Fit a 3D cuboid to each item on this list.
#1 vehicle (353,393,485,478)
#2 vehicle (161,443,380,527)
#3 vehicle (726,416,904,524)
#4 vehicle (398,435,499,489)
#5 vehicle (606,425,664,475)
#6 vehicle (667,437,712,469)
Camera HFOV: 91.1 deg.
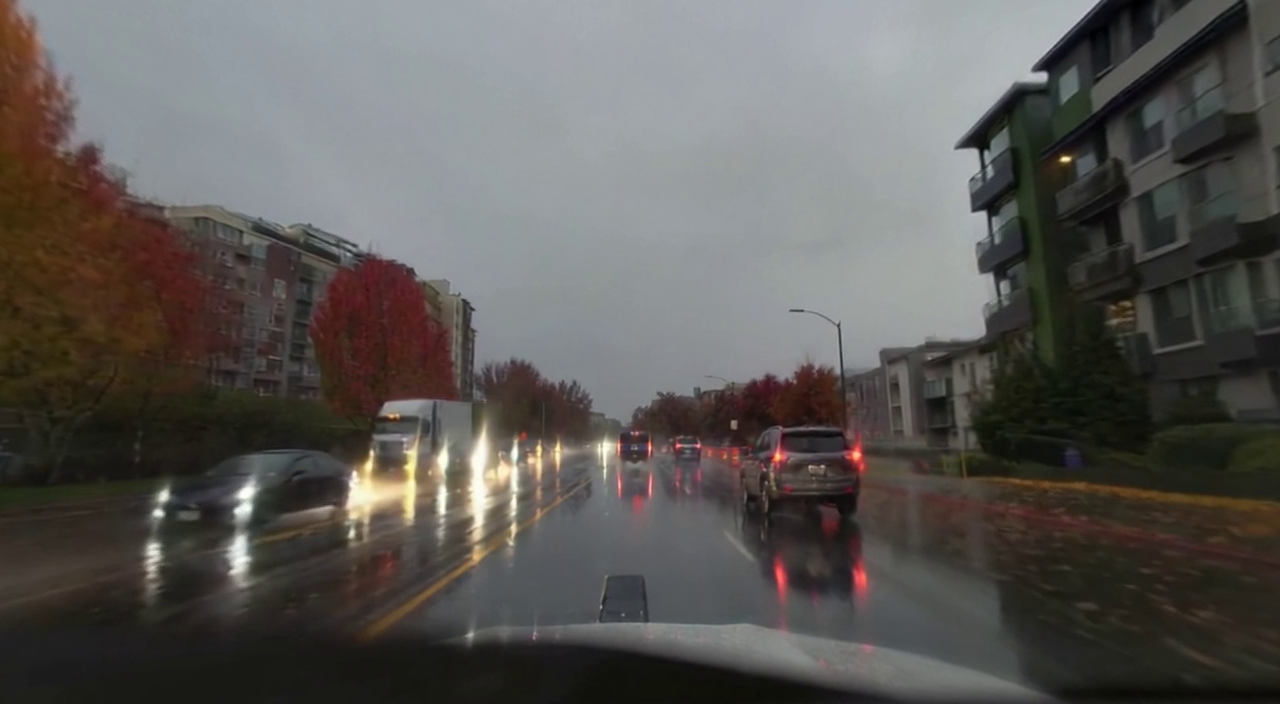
[{"bbox_3d":[-11.018,4.419,32.716,2.988,3.755,9.456,0,-9,3],"label":"vehicle"},{"bbox_3d":[-7.631,2.752,13.649,1.881,1.485,4.522,0,-9,2],"label":"vehicle"},{"bbox_3d":[3.371,2.434,13.536,2.120,1.828,5.531,0,-9,-1],"label":"vehicle"},{"bbox_3d":[-7.258,4.197,24.489,2.437,1.820,4.827,-2,-8,0],"label":"vehicle"},{"bbox_3d":[-0.331,5.116,32.891,2.762,2.309,6.723,0,-9,-2],"label":"vehicle"},{"bbox_3d":[2.977,6.226,38.865,2.187,1.835,5.471,0,-9,-2],"label":"vehicle"}]
